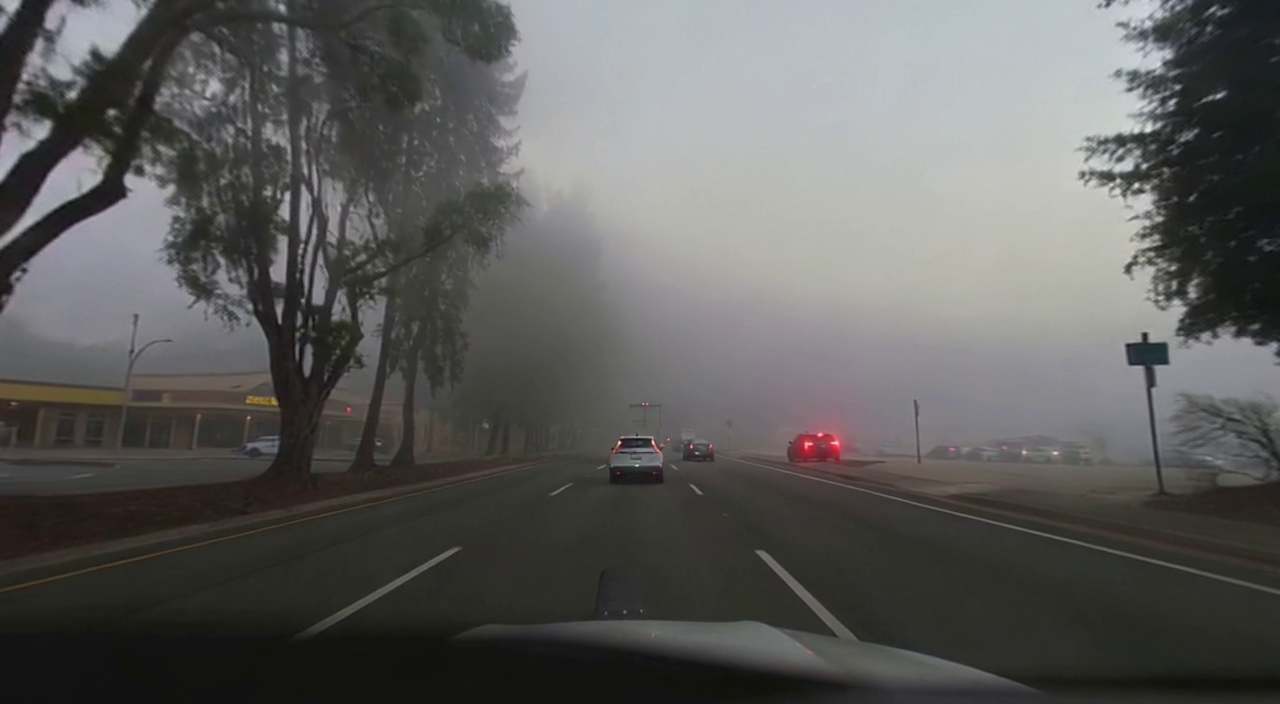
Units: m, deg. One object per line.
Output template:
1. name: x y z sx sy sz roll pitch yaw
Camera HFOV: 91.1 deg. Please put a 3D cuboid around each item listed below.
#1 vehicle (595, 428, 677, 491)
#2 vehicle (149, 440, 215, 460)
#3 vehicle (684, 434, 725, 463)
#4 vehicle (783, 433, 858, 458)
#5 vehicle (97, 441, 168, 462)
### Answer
1. vehicle: -0.109 3.148 18.689 2.193 1.651 3.946 0 -8 0
2. vehicle: -35.856 7.649 49.212 3.714 1.510 1.917 4 -9 -22
3. vehicle: 3.897 5.952 38.744 2.088 1.655 4.360 0 -8 0
4. vehicle: 13.183 6.841 46.027 4.887 1.734 2.014 0 -8 2
5. vehicle: -36.827 7.215 45.676 3.640 1.447 1.788 4 -9 -27
